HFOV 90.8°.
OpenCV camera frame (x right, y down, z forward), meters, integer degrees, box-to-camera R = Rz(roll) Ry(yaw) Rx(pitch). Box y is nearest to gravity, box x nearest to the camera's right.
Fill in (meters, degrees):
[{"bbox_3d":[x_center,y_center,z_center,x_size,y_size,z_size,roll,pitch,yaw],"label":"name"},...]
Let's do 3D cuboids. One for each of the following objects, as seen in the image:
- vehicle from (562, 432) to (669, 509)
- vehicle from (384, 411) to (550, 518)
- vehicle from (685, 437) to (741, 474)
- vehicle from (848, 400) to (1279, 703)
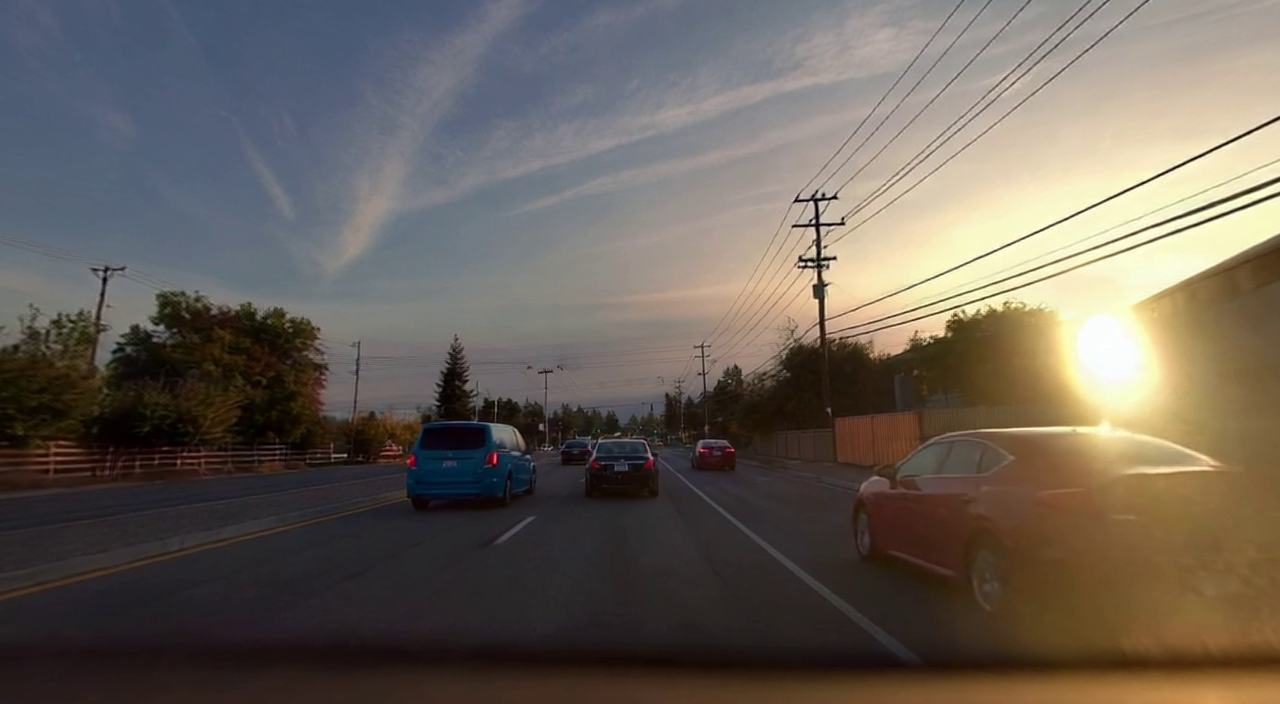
[{"bbox_3d":[-0.473,2.627,14.430,2.097,1.511,3.809,0,-9,0],"label":"vehicle"},{"bbox_3d":[-3.356,2.316,13.422,2.092,1.839,4.736,0,-9,1],"label":"vehicle"},{"bbox_3d":[3.168,4.614,28.356,1.878,1.479,4.461,0,-9,-2],"label":"vehicle"},{"bbox_3d":[3.210,1.273,4.885,1.880,1.521,3.724,0,-9,-1],"label":"vehicle"}]
